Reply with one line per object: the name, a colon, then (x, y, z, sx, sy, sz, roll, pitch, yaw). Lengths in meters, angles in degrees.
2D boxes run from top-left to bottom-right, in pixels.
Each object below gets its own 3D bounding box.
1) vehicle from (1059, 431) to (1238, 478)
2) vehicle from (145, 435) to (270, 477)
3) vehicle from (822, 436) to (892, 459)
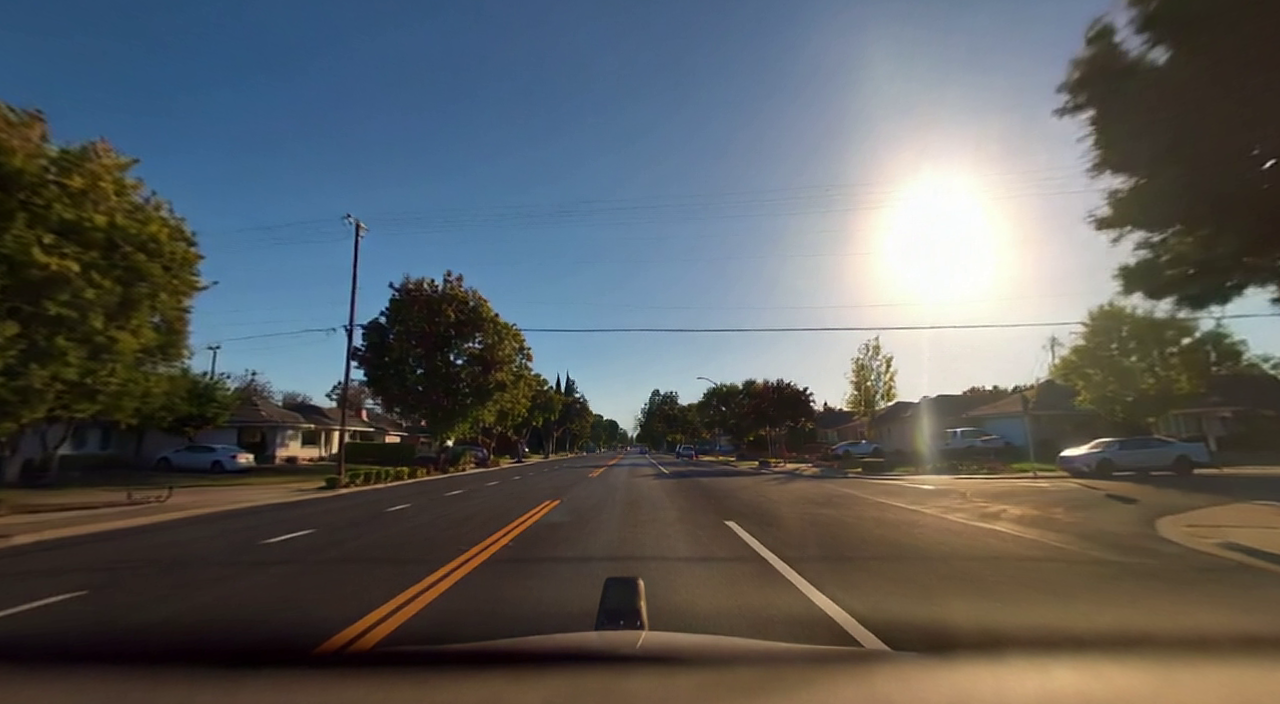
vehicle: (20.925, 4.232, 26.208, 5.457, 1.789, 2.169, 0, -8, 0)
vehicle: (-22.274, 5.376, 32.736, 4.722, 1.983, 2.346, -1, -8, -2)
vehicle: (16.164, 7.163, 47.228, 4.443, 1.497, 2.168, -2, -9, 0)
